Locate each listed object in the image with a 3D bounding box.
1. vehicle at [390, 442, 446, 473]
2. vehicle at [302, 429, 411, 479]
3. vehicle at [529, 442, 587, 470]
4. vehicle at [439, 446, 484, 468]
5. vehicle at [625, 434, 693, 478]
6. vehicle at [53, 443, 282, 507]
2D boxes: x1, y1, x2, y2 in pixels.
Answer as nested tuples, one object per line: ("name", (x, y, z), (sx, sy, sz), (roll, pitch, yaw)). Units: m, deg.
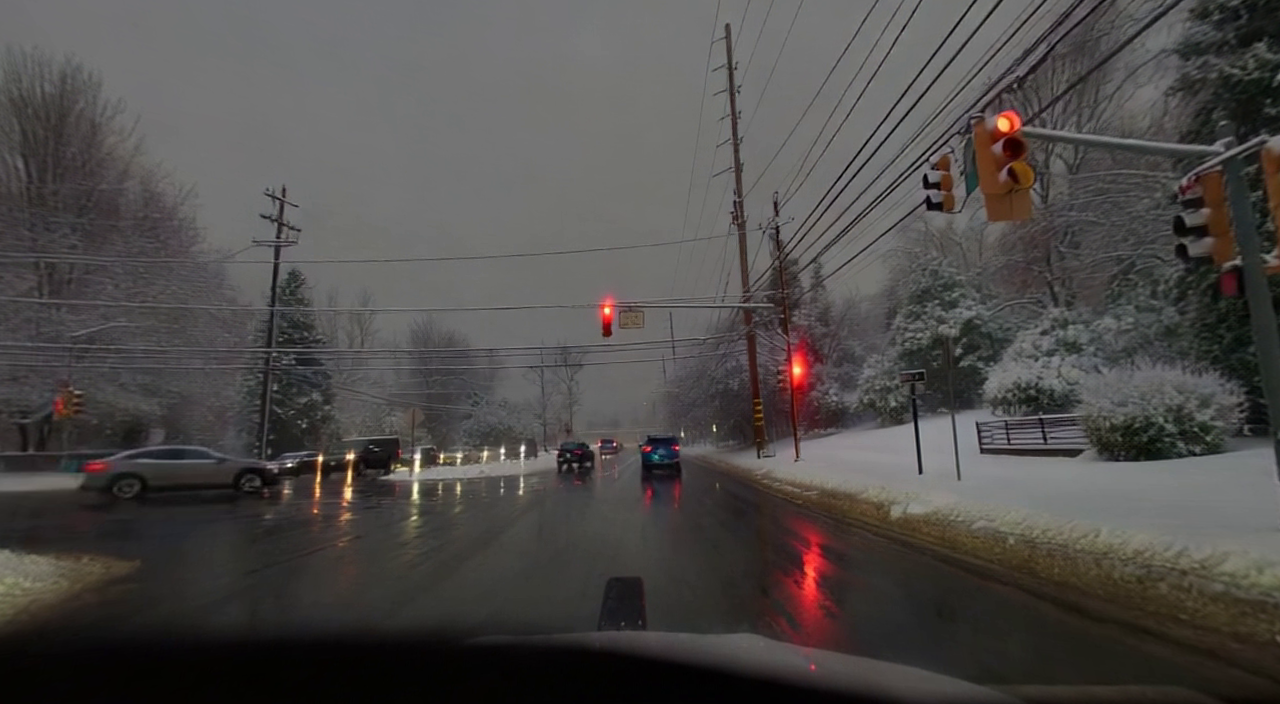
("vehicle", (-13.231, 6.303, 37.631), (1.772, 1.647, 4.221), (-4, -9, 0))
("vehicle", (-13.123, 4.767, 29.625), (2.350, 2.104, 5.828), (0, -8, 1))
("vehicle", (-4.479, 5.766, 35.047), (1.904, 1.482, 4.603), (-2, -9, 9))
("vehicle", (-12.688, 7.484, 44.904), (1.841, 1.477, 4.485), (-1, -8, 1))
("vehicle", (0.919, 4.337, 26.429), (2.051, 1.666, 4.607), (-2, -9, 12))
("vehicle", (-12.307, 3.165, 16.649), (4.531, 1.446, 1.846), (6, -11, -38))
